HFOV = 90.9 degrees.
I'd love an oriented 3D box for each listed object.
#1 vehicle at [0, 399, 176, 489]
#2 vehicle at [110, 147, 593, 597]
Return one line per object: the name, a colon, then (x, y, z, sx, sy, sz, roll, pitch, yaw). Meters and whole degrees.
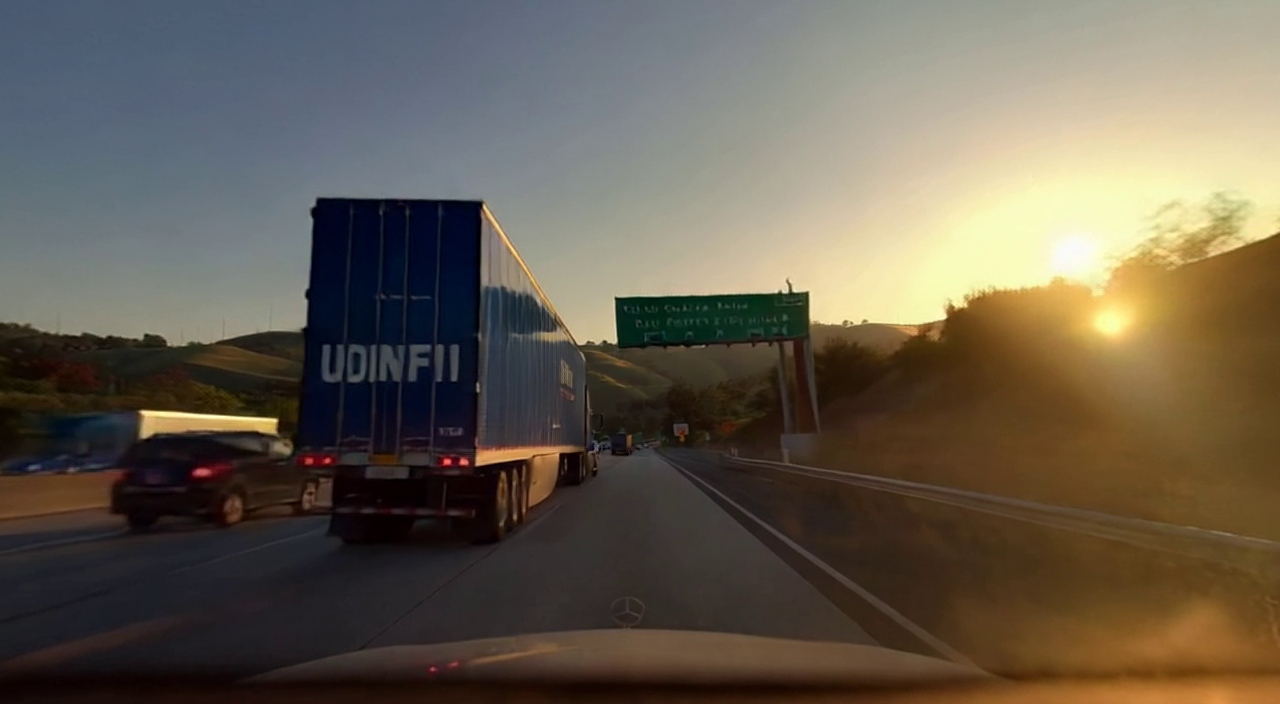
vehicle: (-27.731, 4.536, 31.421, 2.981, 3.863, 8.250, 0, -8, -2)
vehicle: (-3.247, 1.242, 14.110, 3.202, 4.352, 16.251, 0, -8, 0)
